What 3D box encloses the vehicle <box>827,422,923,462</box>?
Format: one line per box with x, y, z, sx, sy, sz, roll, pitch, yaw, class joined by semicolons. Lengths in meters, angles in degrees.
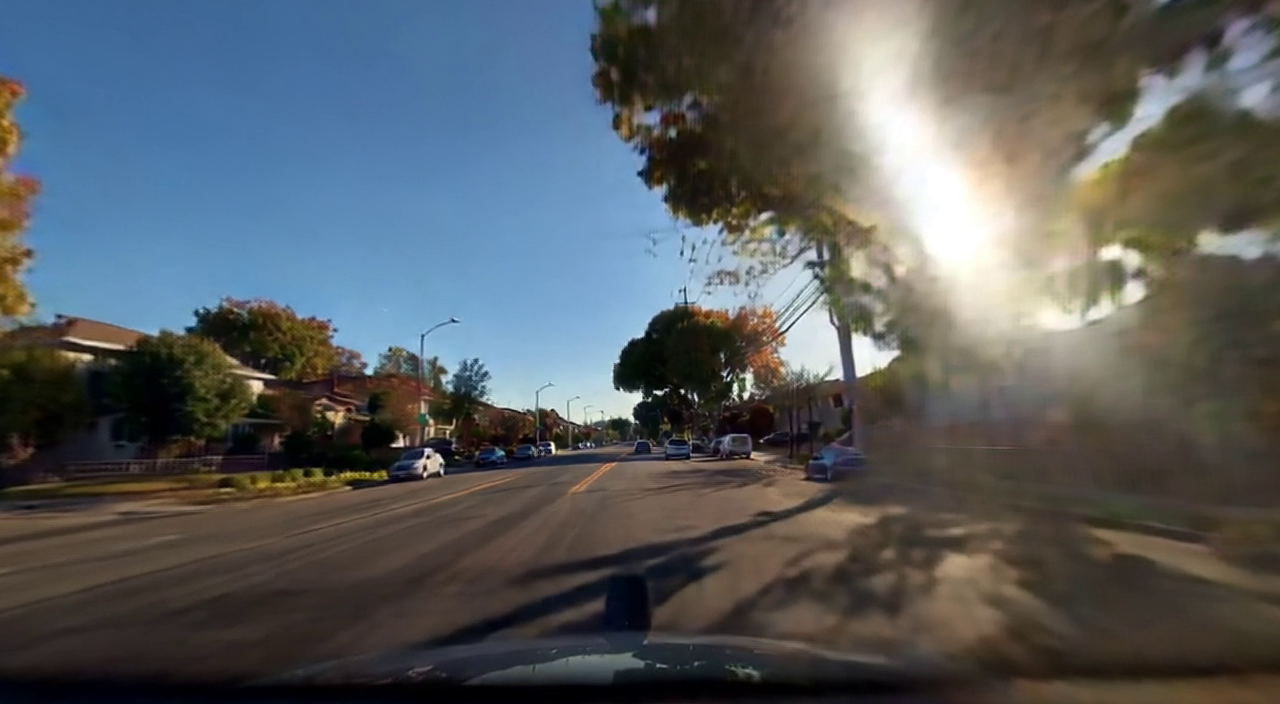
13.233;5.102;35.740;4.496;1.773;1.972;-5;-8;0;vehicle

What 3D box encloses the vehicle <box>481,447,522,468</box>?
-10.171;7.783;46.675;1.896;1.495;4.425;-1;-8;2;vehicle

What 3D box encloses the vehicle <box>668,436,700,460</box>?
3.406;7.555;49.711;2.070;1.765;4.731;0;-8;-1;vehicle

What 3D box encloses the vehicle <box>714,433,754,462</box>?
7.181;7.351;48.720;2.274;2.090;5.465;0;-8;0;vehicle

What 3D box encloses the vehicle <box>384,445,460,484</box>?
-10.221;5.284;29.950;1.965;1.675;4.577;0;-8;0;vehicle

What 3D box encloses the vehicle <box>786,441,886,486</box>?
6.896;3.964;22.780;2.070;1.428;4.636;0;-8;-1;vehicle
